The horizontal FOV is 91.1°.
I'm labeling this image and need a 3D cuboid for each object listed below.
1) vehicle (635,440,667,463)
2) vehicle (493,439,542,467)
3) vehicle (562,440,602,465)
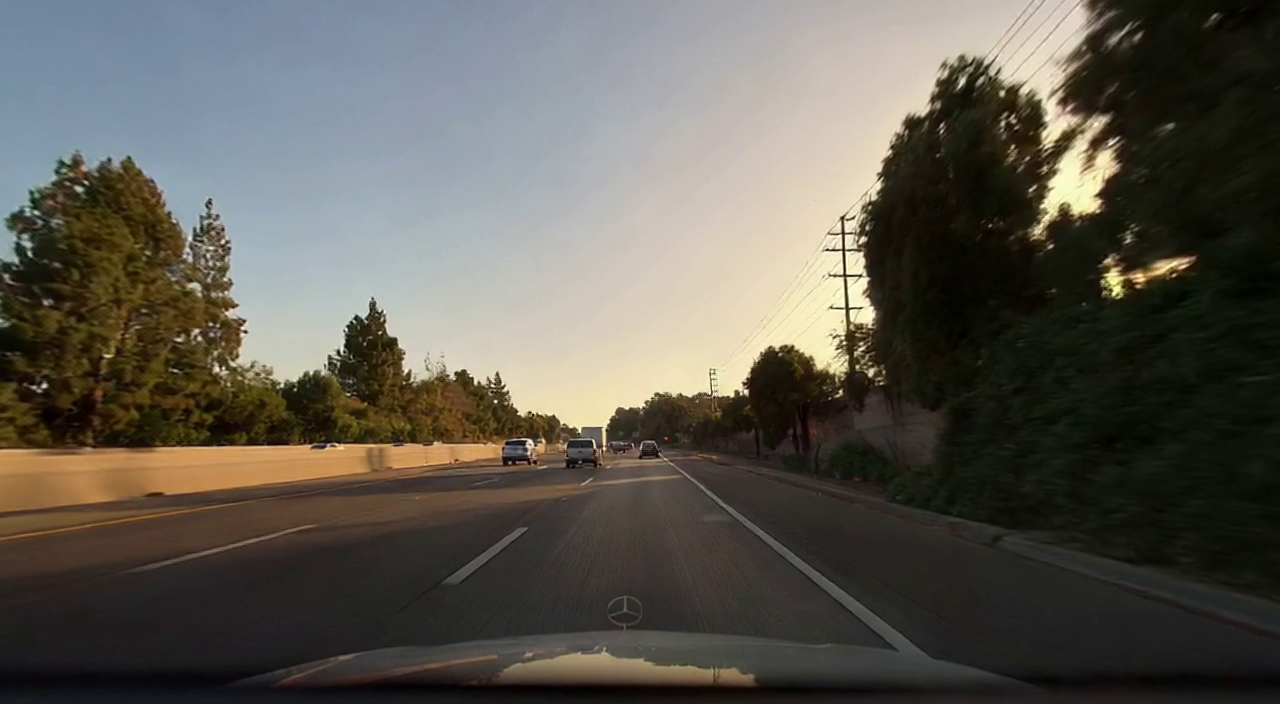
[{"bbox_3d":[0.732,6.714,42.583,2.057,1.453,3.926,0,-8,1],"label":"vehicle"},{"bbox_3d":[-7.058,5.849,36.540,1.936,1.497,4.251,0,-8,1],"label":"vehicle"},{"bbox_3d":[-3.558,6.245,39.200,2.046,1.478,4.111,0,-8,1],"label":"vehicle"}]
